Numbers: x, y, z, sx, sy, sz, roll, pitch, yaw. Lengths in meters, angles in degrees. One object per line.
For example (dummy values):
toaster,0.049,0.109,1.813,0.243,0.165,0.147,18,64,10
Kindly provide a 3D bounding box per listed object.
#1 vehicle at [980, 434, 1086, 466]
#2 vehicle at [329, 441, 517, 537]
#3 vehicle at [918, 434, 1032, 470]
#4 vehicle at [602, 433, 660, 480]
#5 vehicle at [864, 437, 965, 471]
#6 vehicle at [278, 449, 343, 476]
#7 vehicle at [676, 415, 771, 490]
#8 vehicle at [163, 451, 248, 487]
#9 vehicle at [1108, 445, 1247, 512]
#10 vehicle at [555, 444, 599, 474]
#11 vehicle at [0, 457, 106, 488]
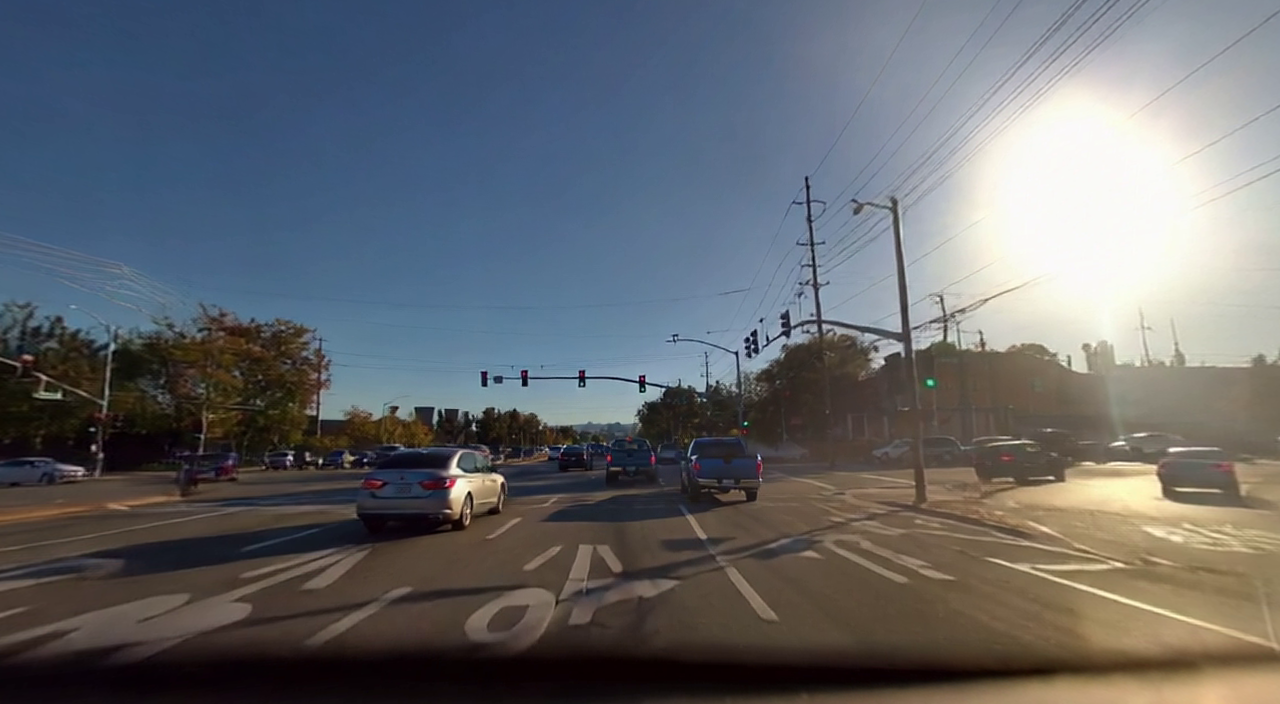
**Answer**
vehicle,22.805,5.730,36.735,4.882,1.777,2.103,2,-10,-9
vehicle,-3.873,2.514,12.268,1.939,1.494,4.499,0,-9,1
vehicle,17.239,5.172,32.606,4.782,1.768,2.152,2,-10,-11
vehicle,-0.332,5.274,32.099,2.643,2.145,5.585,0,-9,2
vehicle,15.271,5.705,35.242,4.681,1.756,2.109,2,-10,-9
vehicle,-24.649,8.273,47.468,2.224,1.759,4.994,-3,-9,0
vehicle,3.140,4.079,25.820,2.905,2.636,6.895,0,-9,0
vehicle,-20.467,5.430,29.714,4.214,1.557,2.016,-7,-11,38
vehicle,13.573,3.136,16.250,2.212,1.466,4.126,-6,-11,34
vehicle,-3.943,6.831,40.571,2.273,1.749,4.385,0,-9,2
vehicle,-30.226,6.102,32.262,4.675,1.471,2.076,-2,-9,14
